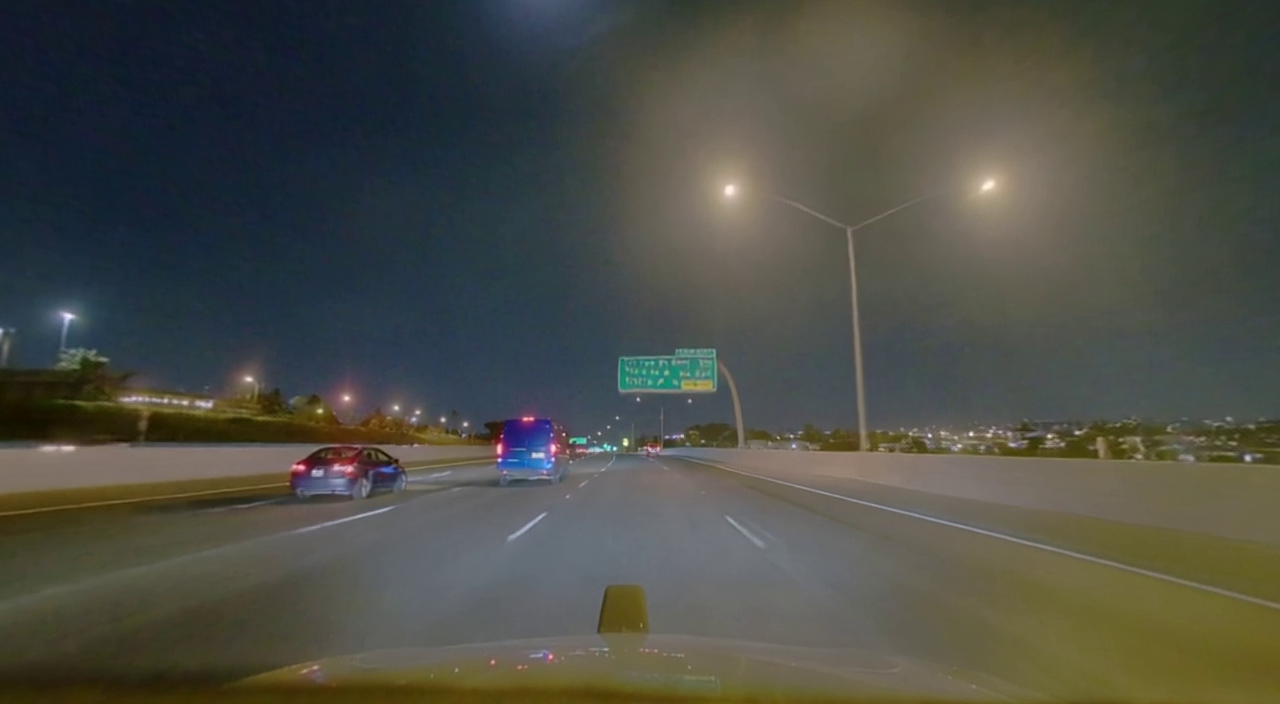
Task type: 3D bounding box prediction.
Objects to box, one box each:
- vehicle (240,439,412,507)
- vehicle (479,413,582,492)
[{"bbox_3d":[-7.879,3.054,16.409,1.987,1.490,4.781,0,-9,1],"label":"vehicle"},{"bbox_3d":[-3.422,3.322,20.944,2.372,2.248,5.393,0,-9,1],"label":"vehicle"}]
